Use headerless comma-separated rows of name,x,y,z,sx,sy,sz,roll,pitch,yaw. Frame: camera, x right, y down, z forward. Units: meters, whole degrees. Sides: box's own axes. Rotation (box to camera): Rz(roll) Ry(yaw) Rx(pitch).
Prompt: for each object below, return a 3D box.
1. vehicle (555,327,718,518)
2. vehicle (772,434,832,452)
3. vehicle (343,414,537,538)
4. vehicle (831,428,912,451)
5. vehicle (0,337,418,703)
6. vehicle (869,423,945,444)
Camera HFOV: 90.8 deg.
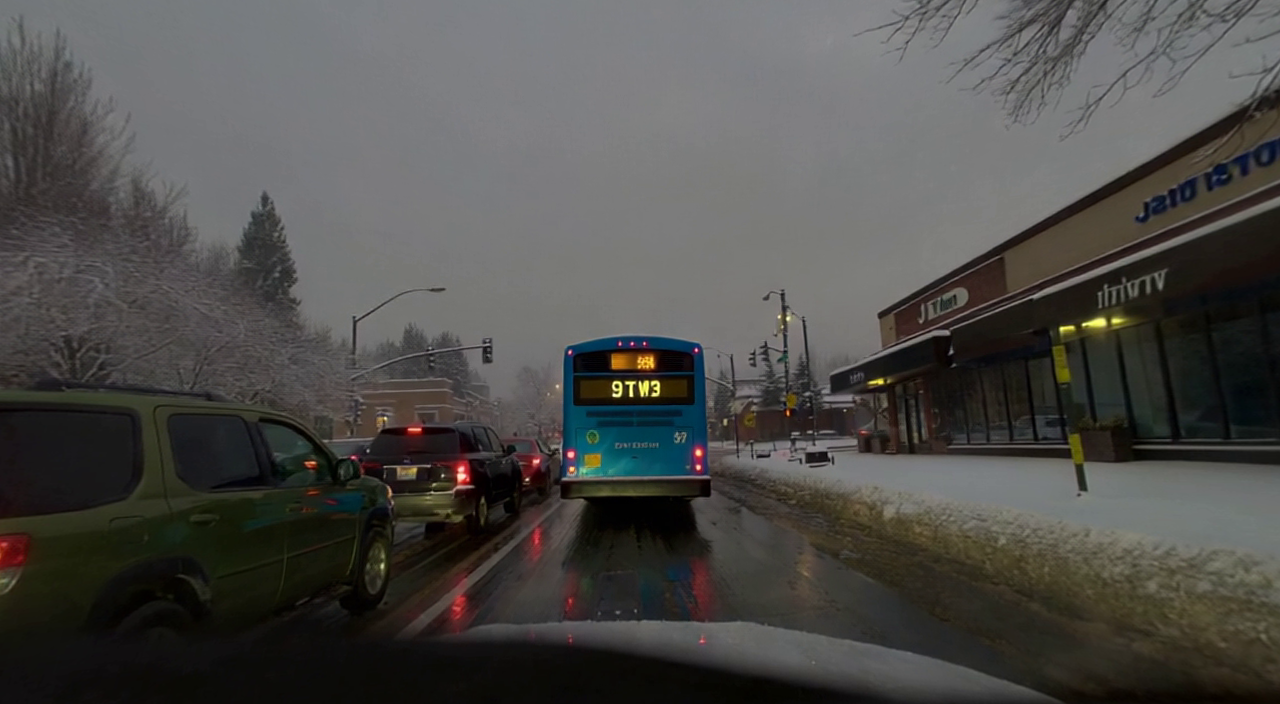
vehicle,-0.299,1.994,16.537,2.938,3.468,9.972,0,-8,-3
vehicle,11.943,6.730,46.687,3.949,1.337,1.738,1,-9,-4
vehicle,-3.348,2.194,11.775,2.096,1.828,4.669,0,-8,0
vehicle,15.626,5.969,42.893,4.774,1.492,1.802,0,-9,3
vehicle,-3.209,1.090,3.975,2.020,1.725,4.384,0,-8,0
vehicle,19.933,6.095,47.203,4.827,1.555,1.863,1,-9,-6
